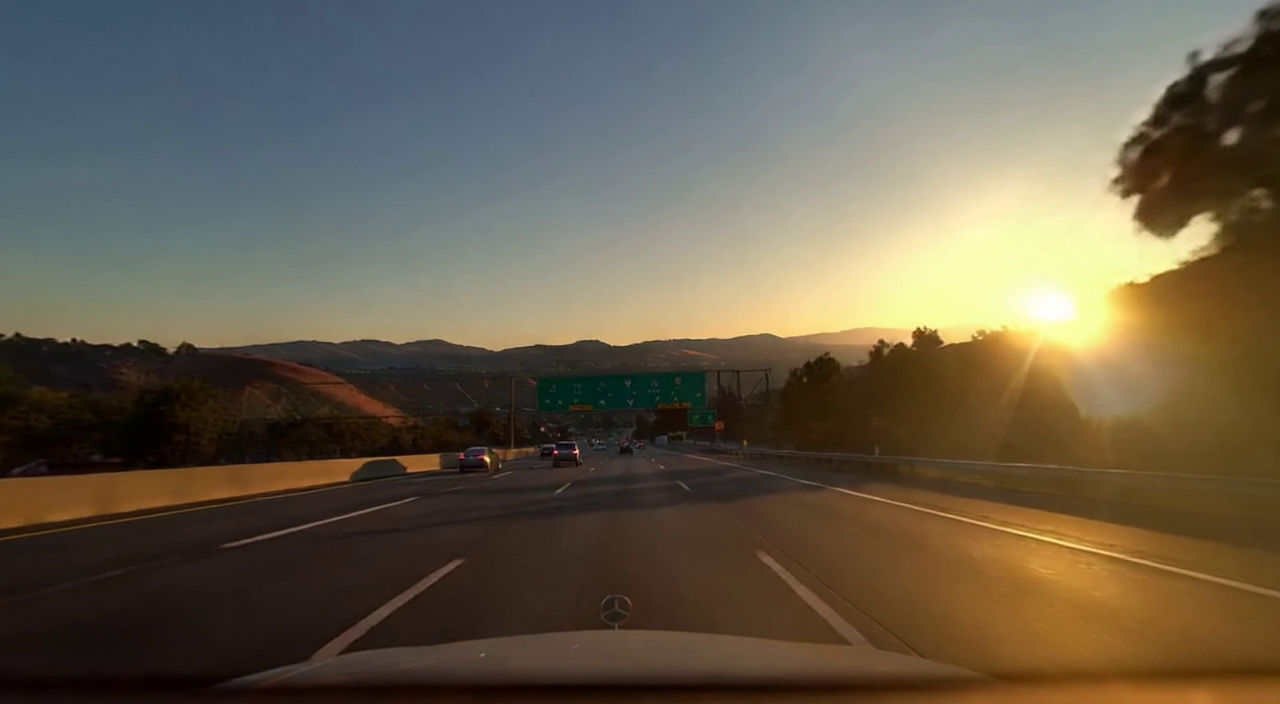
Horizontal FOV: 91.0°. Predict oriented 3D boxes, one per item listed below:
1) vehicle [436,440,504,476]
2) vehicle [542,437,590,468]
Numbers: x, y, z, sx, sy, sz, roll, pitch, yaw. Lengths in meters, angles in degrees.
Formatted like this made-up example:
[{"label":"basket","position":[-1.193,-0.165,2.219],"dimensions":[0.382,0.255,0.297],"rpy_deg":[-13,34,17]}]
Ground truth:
[{"label":"vehicle","position":[-7.985,5.009,30.080],"dimensions":[1.924,1.519,4.791],"rpy_deg":[-1,-8,0]},{"label":"vehicle","position":[-4.259,5.859,37.061],"dimensions":[2.200,1.662,5.091],"rpy_deg":[-1,-8,0]}]
